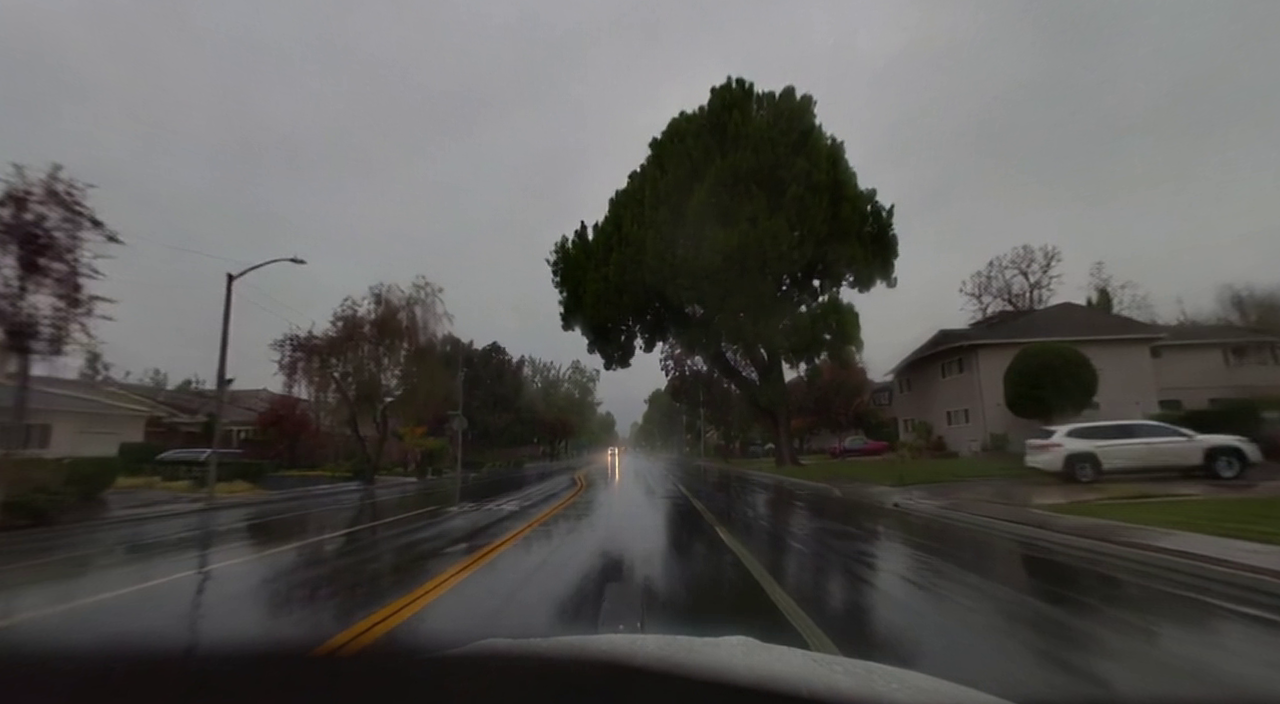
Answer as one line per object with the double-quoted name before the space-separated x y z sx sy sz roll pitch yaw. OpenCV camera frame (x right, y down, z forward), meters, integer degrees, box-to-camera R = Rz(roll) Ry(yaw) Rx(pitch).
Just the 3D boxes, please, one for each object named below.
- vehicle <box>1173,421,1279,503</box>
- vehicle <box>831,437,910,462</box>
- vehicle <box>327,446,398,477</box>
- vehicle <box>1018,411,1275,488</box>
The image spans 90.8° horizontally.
"vehicle" 15.149 2.216 13.830 4.752 1.497 2.107 -7 -9 5
"vehicle" 15.586 6.608 42.916 4.548 1.535 1.882 -2 -9 2
"vehicle" -18.129 7.140 41.605 2.161 1.873 5.514 0 -9 1
"vehicle" 13.382 2.642 17.029 4.912 1.895 2.047 -1 -9 6
